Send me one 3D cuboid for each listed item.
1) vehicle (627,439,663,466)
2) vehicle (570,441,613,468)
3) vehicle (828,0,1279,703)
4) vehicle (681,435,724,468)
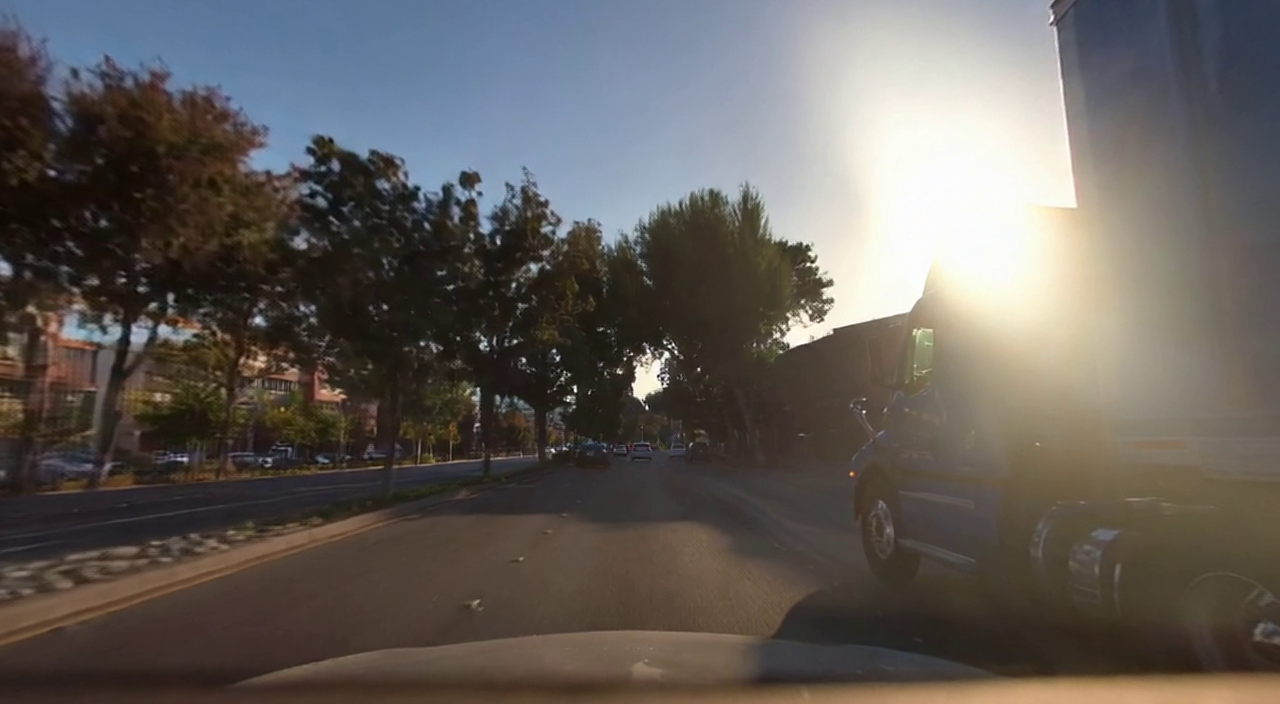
[{"bbox_3d":[0.338,6.675,41.921,2.276,1.704,3.925,0,-8,0],"label":"vehicle"},{"bbox_3d":[-2.919,6.330,38.977,2.211,1.537,4.666,0,-8,1],"label":"vehicle"},{"bbox_3d":[3.692,-0.188,3.165,3.006,3.679,8.506,-1,-8,1],"label":"vehicle"},{"bbox_3d":[3.839,6.188,39.487,2.196,1.908,4.412,0,-8,-1],"label":"vehicle"}]
